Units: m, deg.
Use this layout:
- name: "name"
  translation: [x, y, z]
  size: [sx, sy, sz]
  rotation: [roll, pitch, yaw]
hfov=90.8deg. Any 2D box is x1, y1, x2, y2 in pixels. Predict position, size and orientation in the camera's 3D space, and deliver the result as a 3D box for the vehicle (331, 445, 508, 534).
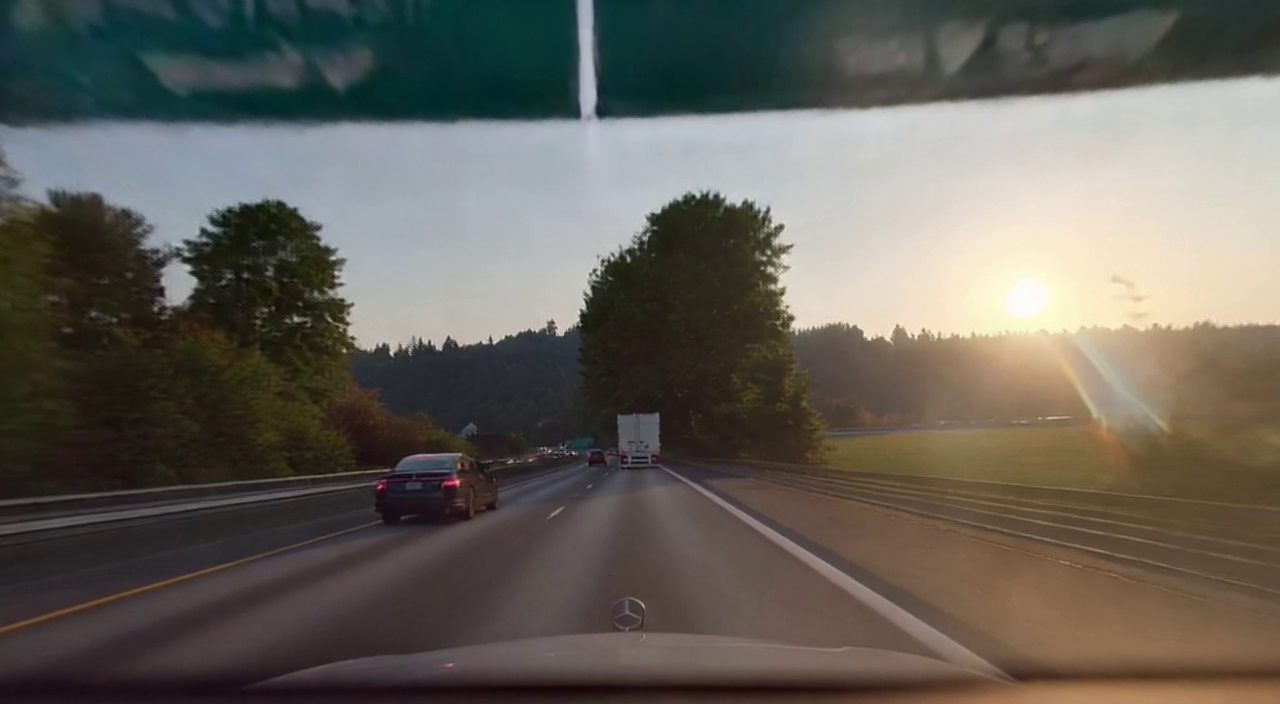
- name: "vehicle"
  translation: [-4.088, 2.609, 12.583]
  size: [1.968, 1.460, 4.227]
  rotation: [0, -9, 1]
